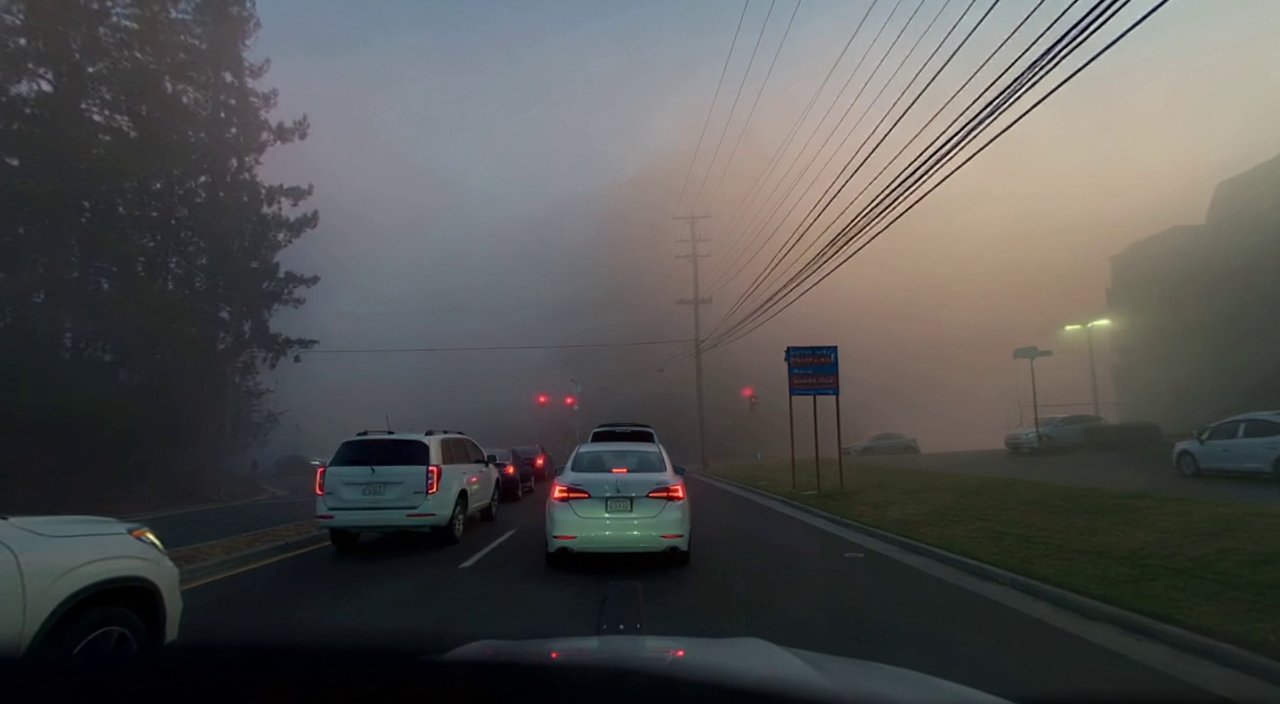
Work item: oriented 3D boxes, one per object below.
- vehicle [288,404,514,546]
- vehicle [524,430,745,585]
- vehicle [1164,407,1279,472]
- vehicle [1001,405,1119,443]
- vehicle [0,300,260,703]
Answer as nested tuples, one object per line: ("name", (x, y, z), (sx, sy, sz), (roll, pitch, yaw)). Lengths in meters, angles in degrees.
("vehicle", (-3.847, 2.087, 11.371), (2.147, 1.963, 4.927), (0, -8, 0))
("vehicle", (-0.099, 1.801, 8.146), (2.121, 1.474, 3.968), (0, -8, -1))
("vehicle", (17.018, 2.549, 18.285), (1.858, 1.622, 4.491), (-5, -10, 28))
("vehicle", (26.833, 4.643, 40.518), (5.782, 2.286, 2.223), (-1, -9, 4))
("vehicle", (-3.588, 0.633, 1.533), (2.085, 1.943, 5.053), (0, -8, 1))
